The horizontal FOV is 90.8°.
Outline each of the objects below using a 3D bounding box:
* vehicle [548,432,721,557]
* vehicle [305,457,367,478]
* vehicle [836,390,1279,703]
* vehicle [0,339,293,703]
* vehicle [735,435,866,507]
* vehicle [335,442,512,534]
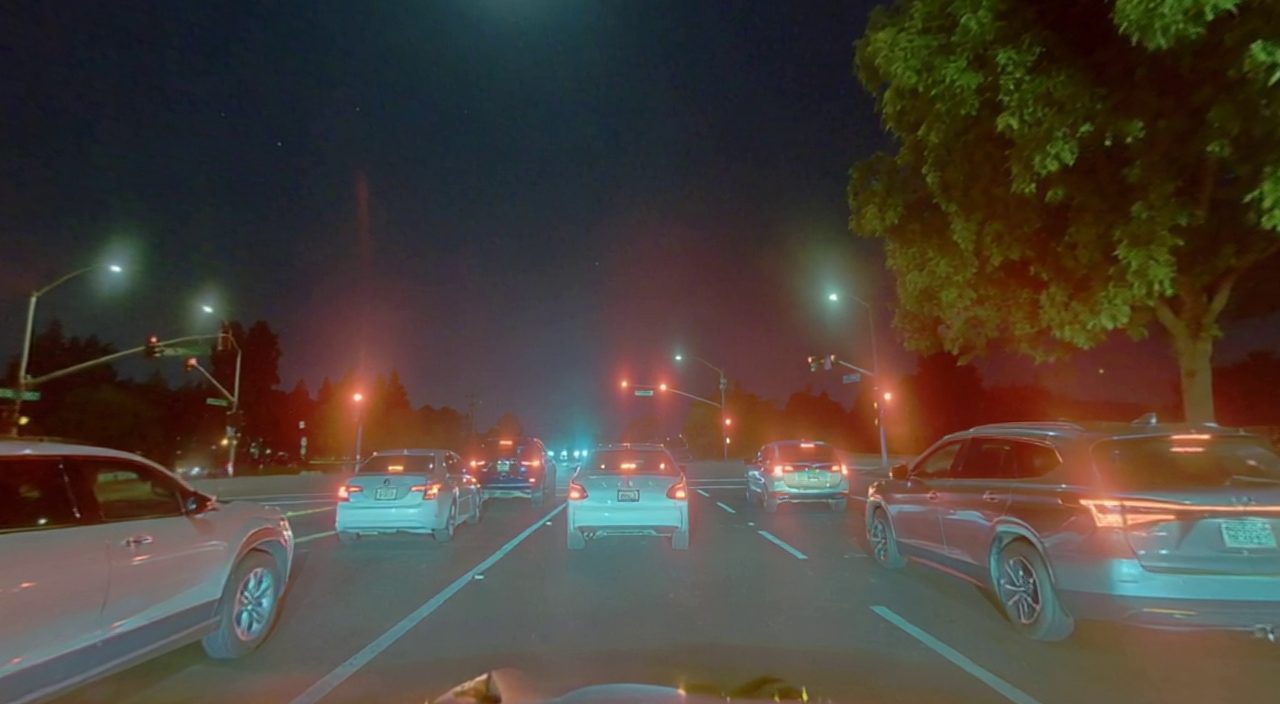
[{"bbox_3d":[-0.079,2.003,9.595,2.061,1.470,3.970,0,-8,0],"label":"vehicle"},{"bbox_3d":[-22.639,8.597,47.025,4.149,1.433,1.590,-3,-9,20],"label":"vehicle"},{"bbox_3d":[3.386,1.302,5.418,1.933,1.564,4.600,0,-8,0],"label":"vehicle"},{"bbox_3d":[-3.663,0.832,2.535,2.047,1.764,4.369,0,-8,0],"label":"vehicle"},{"bbox_3d":[3.640,2.774,15.244,1.922,1.472,4.440,0,-8,-1],"label":"vehicle"},{"bbox_3d":[-3.913,2.501,12.335,1.919,1.459,4.371,0,-8,0],"label":"vehicle"}]
